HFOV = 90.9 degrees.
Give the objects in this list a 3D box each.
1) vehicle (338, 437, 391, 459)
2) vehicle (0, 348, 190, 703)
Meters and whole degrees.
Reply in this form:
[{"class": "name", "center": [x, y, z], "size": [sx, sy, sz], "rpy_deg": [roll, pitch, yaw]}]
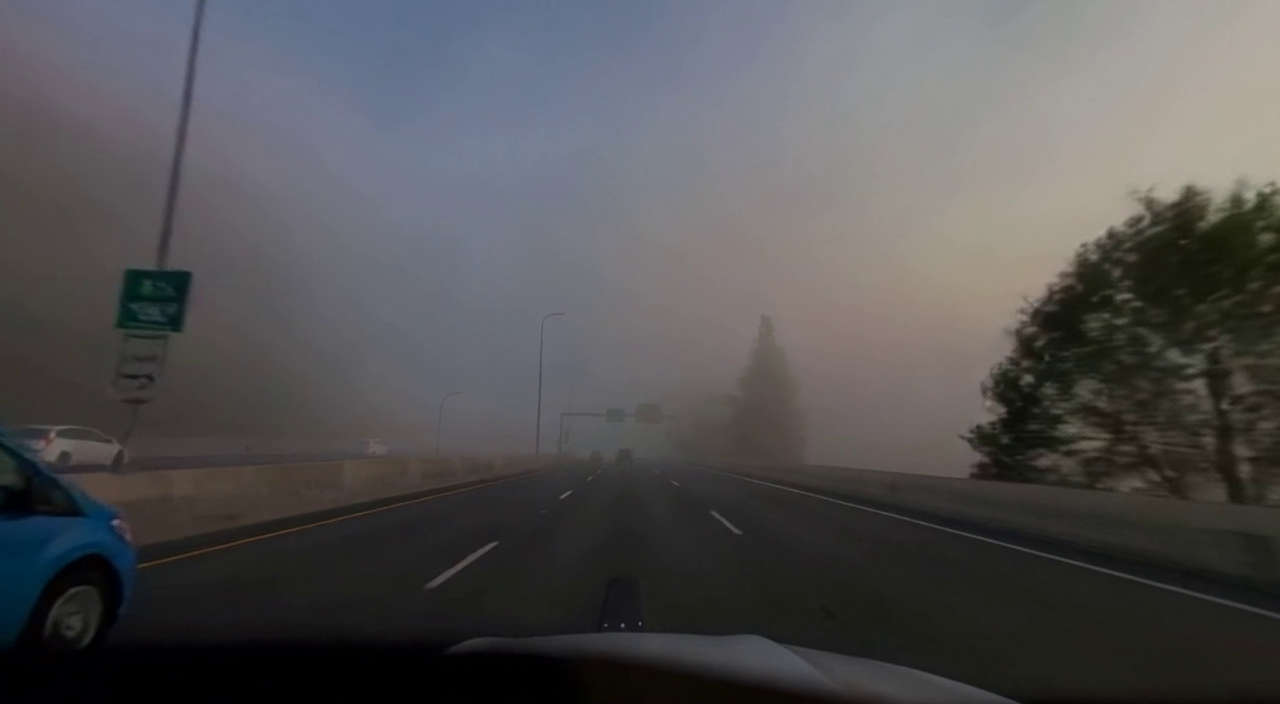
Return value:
[{"class": "vehicle", "center": [-19.891, 6.972, 45.650], "size": [1.901, 1.465, 4.173], "rpy_deg": [0, -9, 0]}, {"class": "vehicle", "center": [-4.194, 0.740, 2.214], "size": [1.971, 1.795, 4.389], "rpy_deg": [0, -9, -1]}]
